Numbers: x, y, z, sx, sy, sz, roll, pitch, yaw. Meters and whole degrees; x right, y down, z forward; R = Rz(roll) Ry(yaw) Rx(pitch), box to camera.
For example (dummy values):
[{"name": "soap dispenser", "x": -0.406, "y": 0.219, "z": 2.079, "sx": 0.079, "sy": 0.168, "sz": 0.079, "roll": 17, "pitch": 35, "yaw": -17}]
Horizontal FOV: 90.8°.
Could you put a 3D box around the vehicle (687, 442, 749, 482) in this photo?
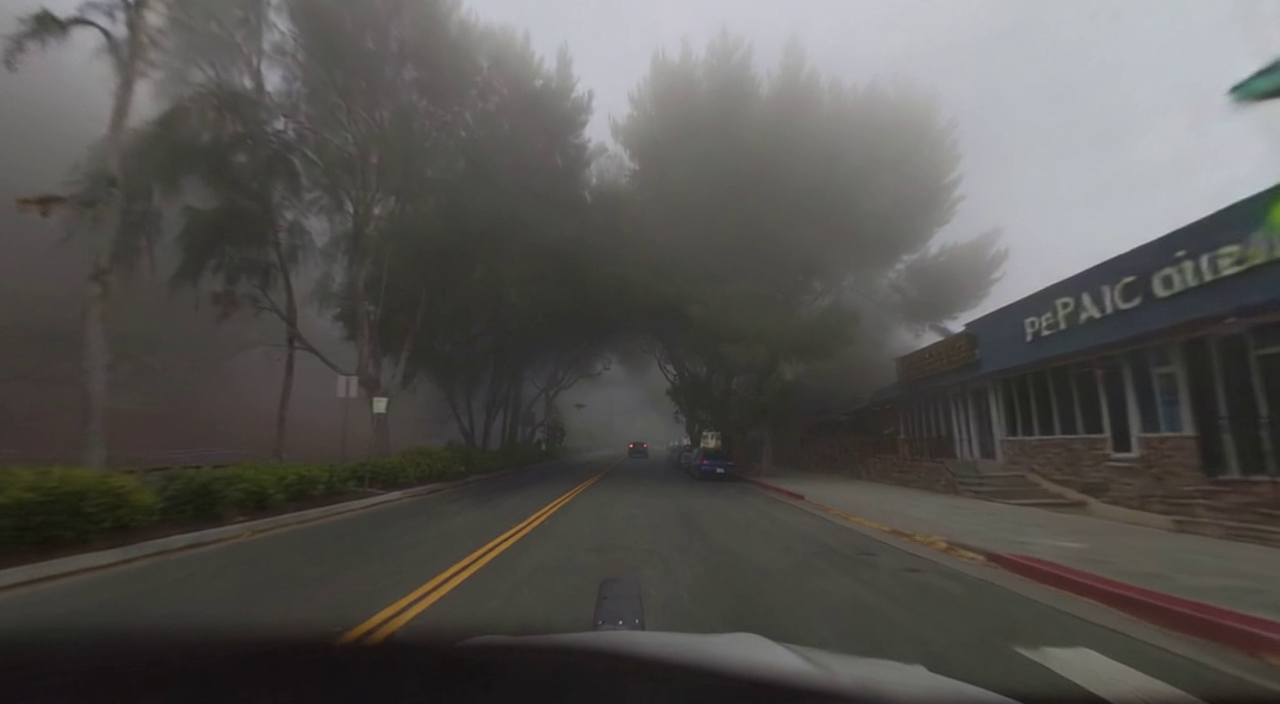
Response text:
[{"name": "vehicle", "x": 3.167, "y": 4.587, "z": 26.572, "sx": 2.152, "sy": 1.527, "sz": 4.010, "roll": 0, "pitch": -9, "yaw": 0}]
